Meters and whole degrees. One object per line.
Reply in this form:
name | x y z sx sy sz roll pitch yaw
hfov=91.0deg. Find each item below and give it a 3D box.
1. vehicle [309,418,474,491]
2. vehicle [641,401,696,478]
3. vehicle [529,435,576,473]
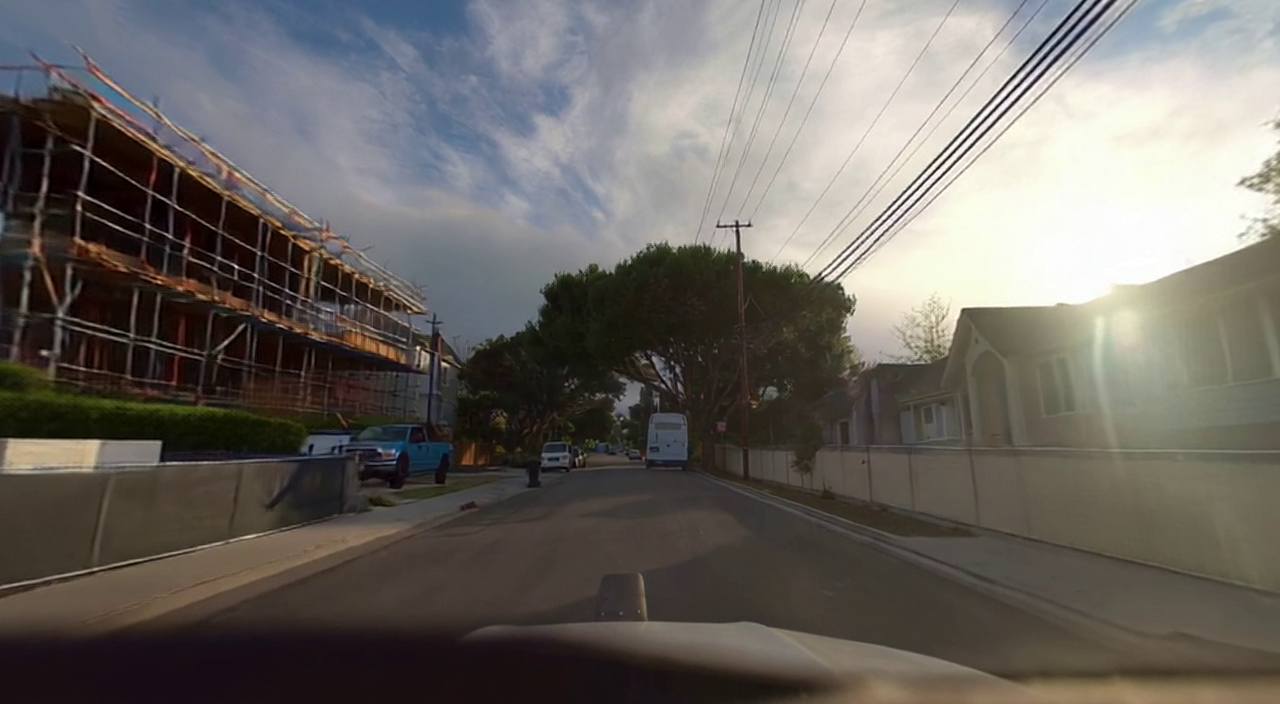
vehicle | -7.309 3.111 19.411 2.238 1.895 5.648 -1 -9 7
vehicle | 1.699 5.820 40.088 2.915 3.793 9.963 3 -13 2
vehicle | -5.415 6.332 39.426 2.171 1.910 4.789 -1 -4 1
